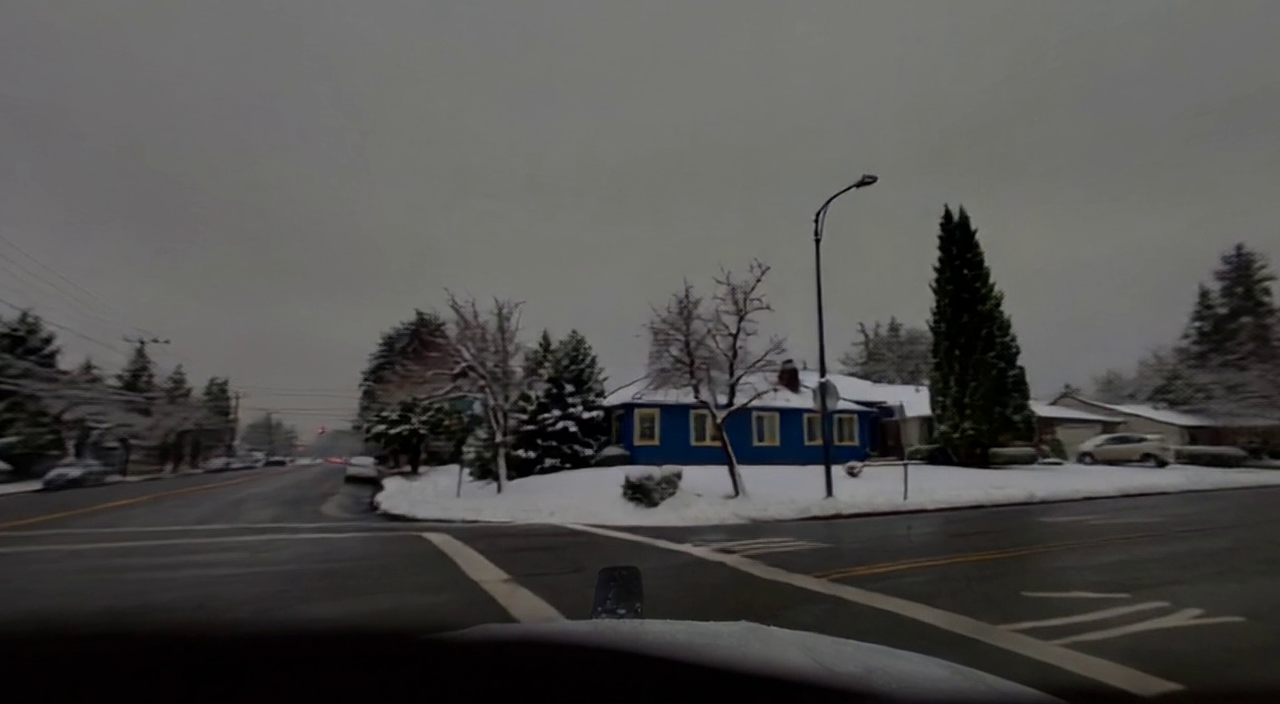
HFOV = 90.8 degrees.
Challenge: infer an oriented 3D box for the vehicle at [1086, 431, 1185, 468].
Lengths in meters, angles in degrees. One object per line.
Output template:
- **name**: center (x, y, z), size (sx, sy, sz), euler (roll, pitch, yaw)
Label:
- **vehicle**: center (28.797, 5.696, 36.703), size (5.161, 1.829, 2.034), euler (6, -10, -21)

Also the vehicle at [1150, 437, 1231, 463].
- **vehicle**: center (40.229, 7.158, 46.149), size (5.099, 1.746, 2.139), euler (3, -12, -22)

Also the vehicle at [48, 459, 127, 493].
- **vehicle**: center (-28.448, 6.347, 32.697), size (2.036, 1.546, 4.705), euler (5, -10, -29)
